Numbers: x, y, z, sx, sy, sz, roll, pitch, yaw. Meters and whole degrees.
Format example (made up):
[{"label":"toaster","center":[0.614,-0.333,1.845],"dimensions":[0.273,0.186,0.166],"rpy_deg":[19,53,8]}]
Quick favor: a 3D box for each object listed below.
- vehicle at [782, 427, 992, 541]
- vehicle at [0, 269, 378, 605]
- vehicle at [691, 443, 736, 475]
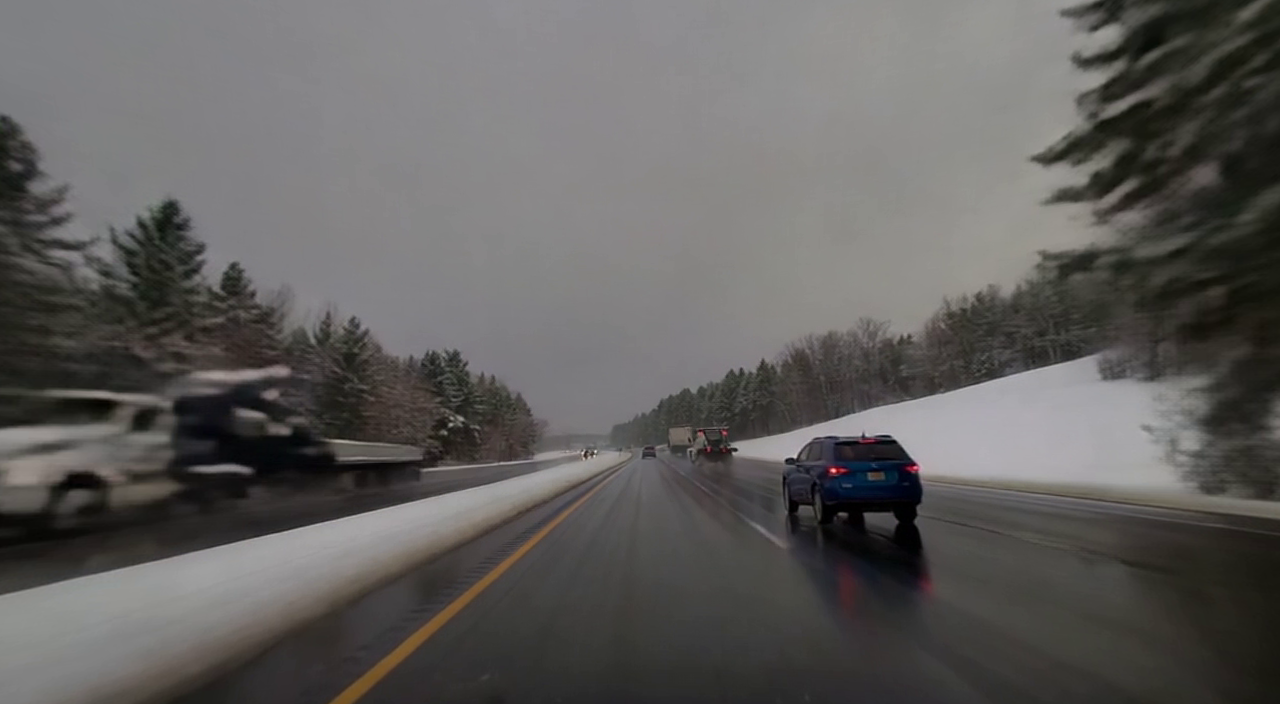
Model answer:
[{"label":"vehicle","center":[3.989,2.203,11.074],"dimensions":[2.005,1.604,4.002],"rpy_deg":[0,-9,-1]},{"label":"vehicle","center":[-7.851,1.481,10.746],"dimensions":[3.011,3.465,8.510],"rpy_deg":[0,-9,0]},{"label":"vehicle","center":[4.146,6.106,36.080],"dimensions":[2.022,1.658,4.132],"rpy_deg":[0,-9,-1]}]
